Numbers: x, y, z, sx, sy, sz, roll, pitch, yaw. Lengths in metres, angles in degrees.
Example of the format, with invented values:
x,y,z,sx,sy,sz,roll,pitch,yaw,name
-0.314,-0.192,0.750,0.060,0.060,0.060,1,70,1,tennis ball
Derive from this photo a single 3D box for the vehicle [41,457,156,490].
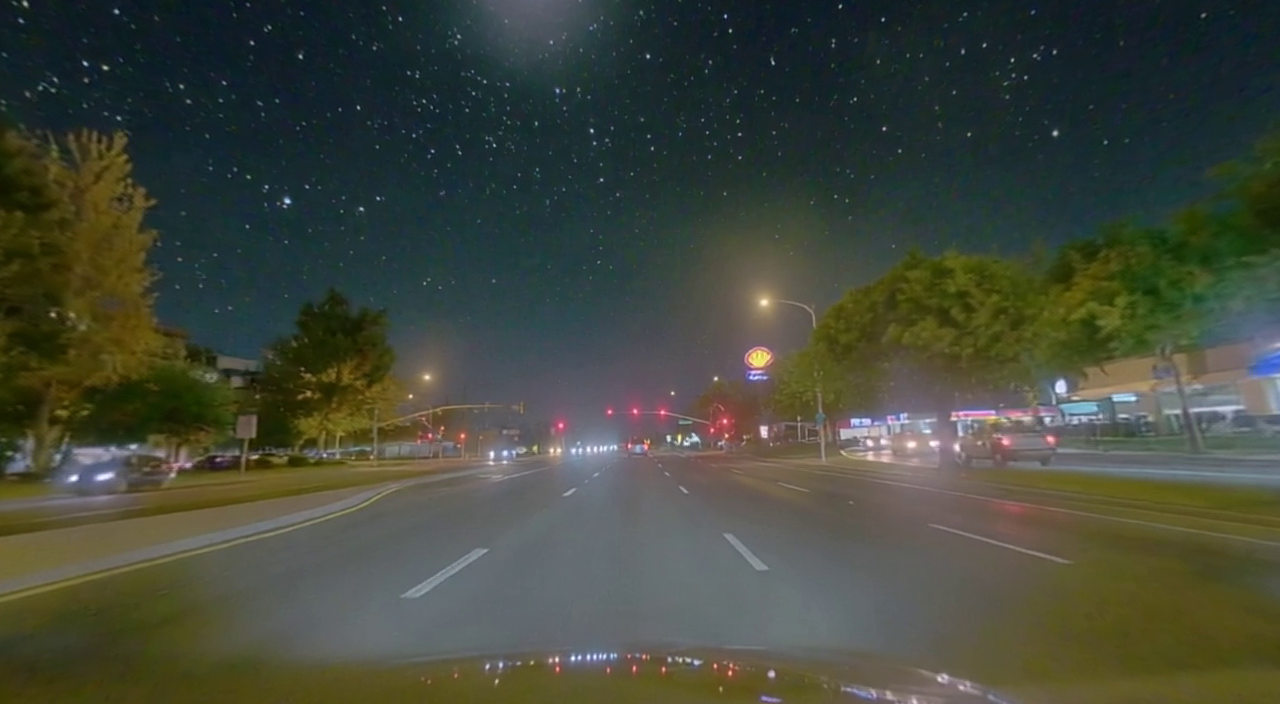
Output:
x,y,z,sx,sy,sz,roll,pitch,yaw,name
-26.882,6.016,31.583,1.865,1.453,4.391,0,-8,0,vehicle

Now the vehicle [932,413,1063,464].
x,y,z,sx,sy,sz,roll,pitch,yaw,name
14.038,3.493,25.386,2.249,1.793,5.763,-1,-8,4,vehicle

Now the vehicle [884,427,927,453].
x,y,z,sx,sy,sz,roll,pitch,yaw,name
17.793,5.932,42.505,1.944,1.646,4.594,-3,-9,14,vehicle
